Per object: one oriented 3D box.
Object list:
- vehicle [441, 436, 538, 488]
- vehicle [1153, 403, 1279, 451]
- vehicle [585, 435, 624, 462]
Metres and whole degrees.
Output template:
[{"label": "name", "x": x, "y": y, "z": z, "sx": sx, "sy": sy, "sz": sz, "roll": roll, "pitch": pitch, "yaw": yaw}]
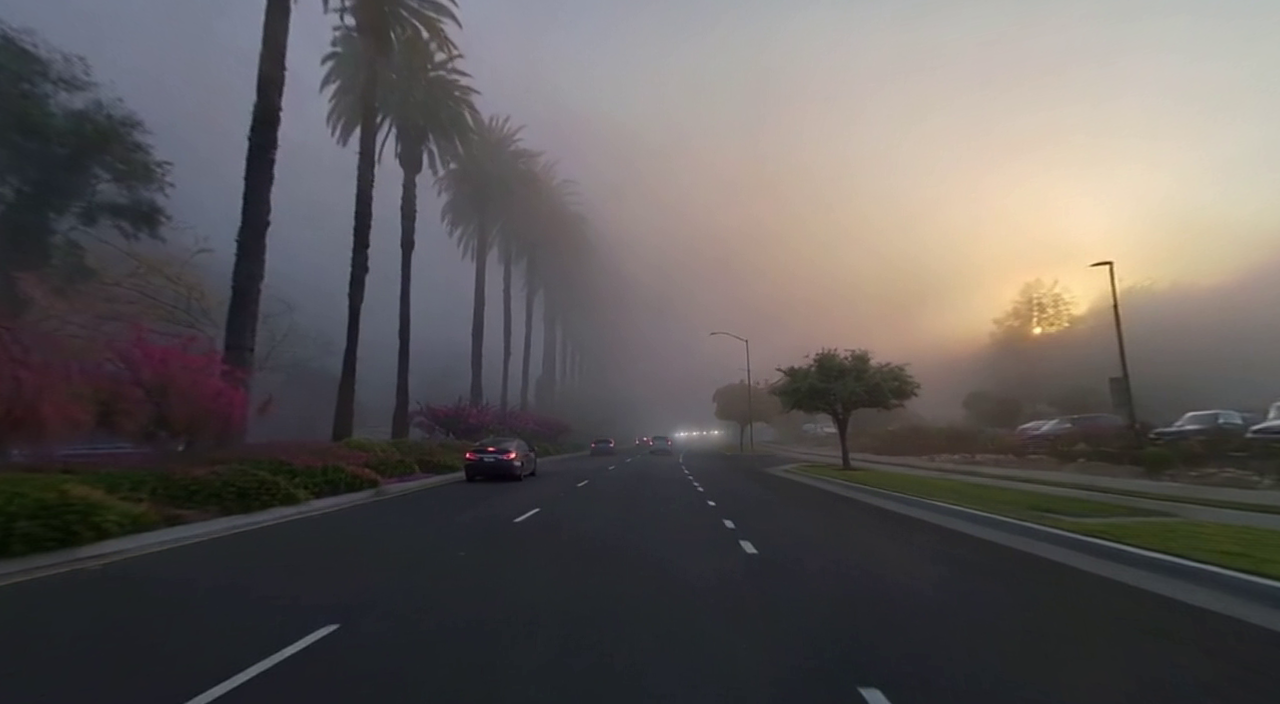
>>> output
[{"label": "vehicle", "x": -4.625, "y": 3.444, "z": 20.020, "sx": 2.036, "sy": 1.478, "sz": 4.508, "roll": 0, "pitch": -8, "yaw": -1}, {"label": "vehicle", "x": 21.459, "y": 2.692, "z": 22.420, "sx": 4.366, "sy": 1.617, "sz": 2.096, "roll": 0, "pitch": -8, "yaw": 0}, {"label": "vehicle", "x": -2.437, "y": 6.860, "z": 44.740, "sx": 2.188, "sy": 1.819, "sz": 4.667, "roll": -1, "pitch": -8, "yaw": 4}]
